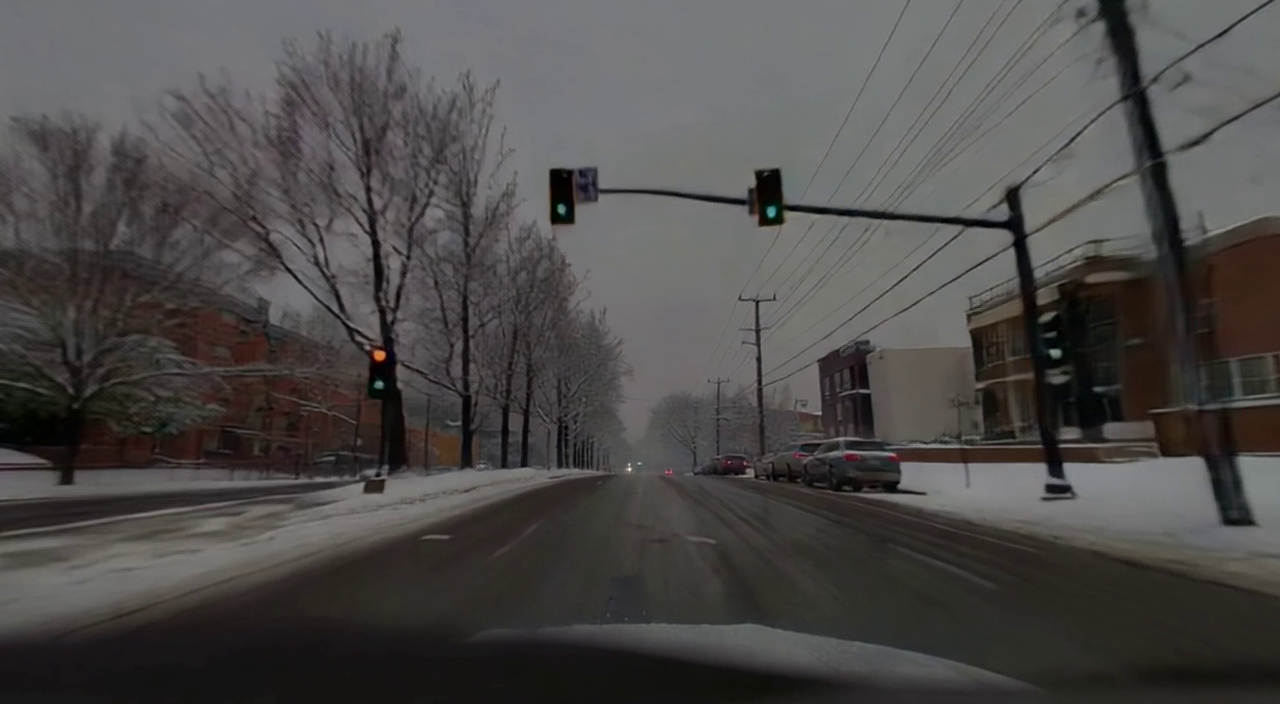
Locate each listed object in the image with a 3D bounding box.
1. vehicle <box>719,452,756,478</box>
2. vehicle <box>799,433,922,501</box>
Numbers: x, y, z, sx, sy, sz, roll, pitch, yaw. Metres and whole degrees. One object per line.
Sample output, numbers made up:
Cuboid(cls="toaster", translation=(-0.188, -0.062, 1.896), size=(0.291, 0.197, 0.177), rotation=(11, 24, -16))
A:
Cuboid(cls="vehicle", translation=(7.210, 8.403, 47.125), size=(1.998, 1.819, 4.621), rotation=(0, -8, 0))
Cuboid(cls="vehicle", translation=(6.860, 3.613, 20.336), size=(2.148, 1.904, 4.910), rotation=(0, -8, 0))
